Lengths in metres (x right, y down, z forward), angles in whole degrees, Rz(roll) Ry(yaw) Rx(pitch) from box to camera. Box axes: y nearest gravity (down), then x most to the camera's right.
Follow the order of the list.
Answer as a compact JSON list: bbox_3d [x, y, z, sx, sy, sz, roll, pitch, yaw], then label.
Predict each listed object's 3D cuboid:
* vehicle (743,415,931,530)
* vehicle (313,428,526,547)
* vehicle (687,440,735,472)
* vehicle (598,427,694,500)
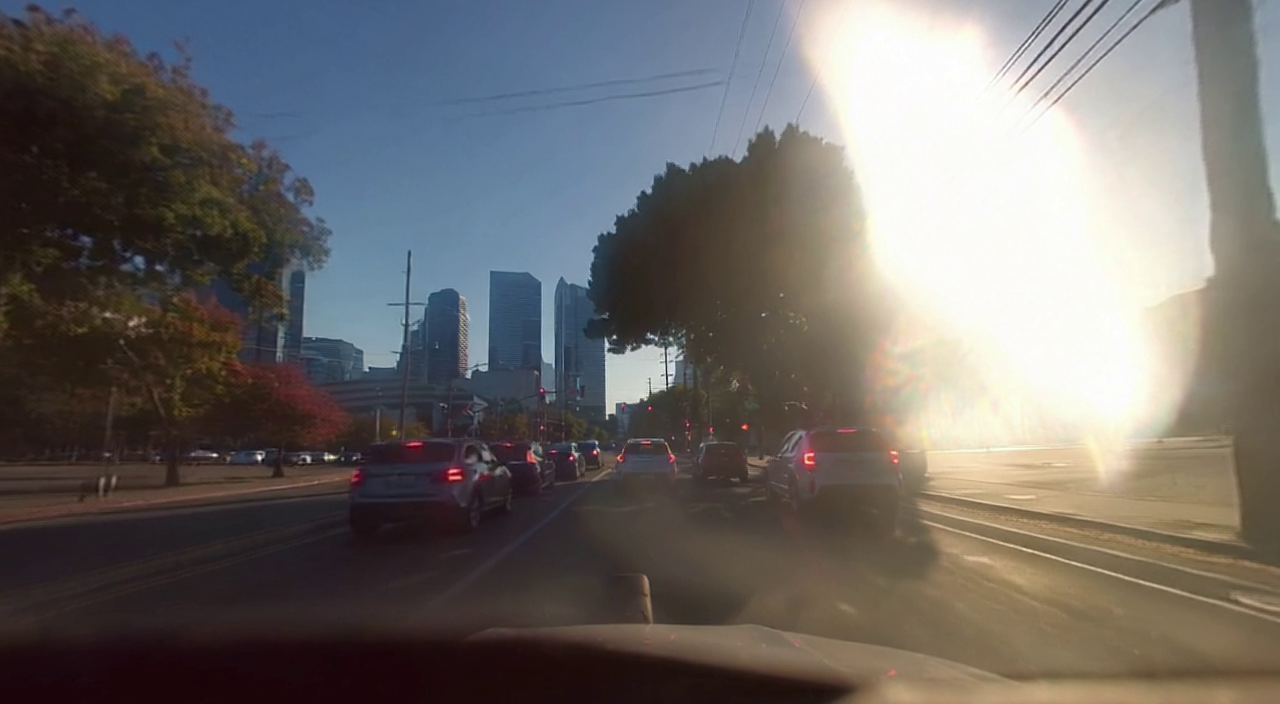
[{"bbox_3d":[3.365,2.166,11.873,2.024,1.711,4.512,0,-8,-1],"label":"vehicle"},{"bbox_3d":[-3.214,2.061,10.353,2.104,1.488,4.546,0,-8,-4],"label":"vehicle"},{"bbox_3d":[3.571,5.285,32.208,1.880,1.503,4.130,0,-8,-1],"label":"vehicle"},{"bbox_3d":[0.124,2.877,16.589,2.200,1.653,4.127,0,-8,0],"label":"vehicle"}]
